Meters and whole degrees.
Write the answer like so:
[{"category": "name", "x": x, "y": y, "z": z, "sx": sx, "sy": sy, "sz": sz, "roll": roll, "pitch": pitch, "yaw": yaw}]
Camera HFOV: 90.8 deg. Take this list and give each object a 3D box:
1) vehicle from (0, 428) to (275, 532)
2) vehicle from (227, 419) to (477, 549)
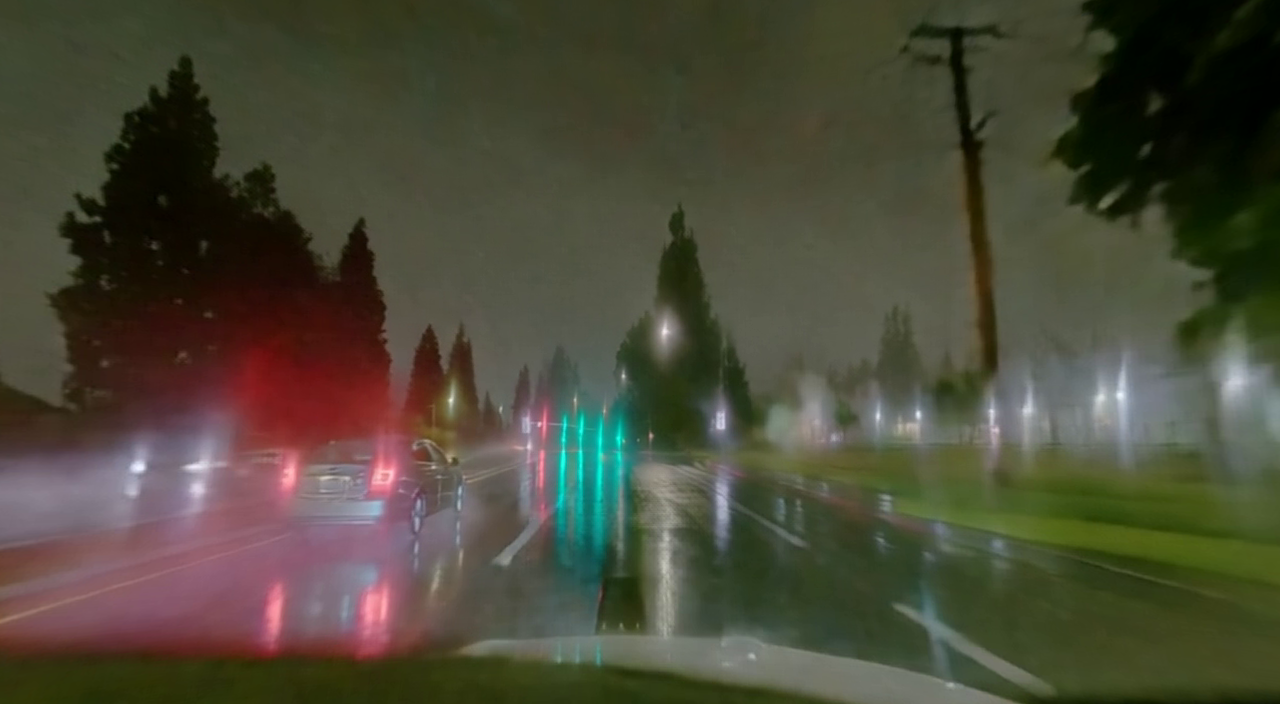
[{"category": "vehicle", "x": -9.453, "y": 2.359, "z": 12.332, "sx": 2.084, "sy": 1.521, "sz": 4.669, "roll": -3, "pitch": -8, "yaw": -3}, {"category": "vehicle", "x": -3.989, "y": 1.882, "z": 9.722, "sx": 1.915, "sy": 1.521, "sz": 4.283, "roll": 0, "pitch": -8, "yaw": -2}]
